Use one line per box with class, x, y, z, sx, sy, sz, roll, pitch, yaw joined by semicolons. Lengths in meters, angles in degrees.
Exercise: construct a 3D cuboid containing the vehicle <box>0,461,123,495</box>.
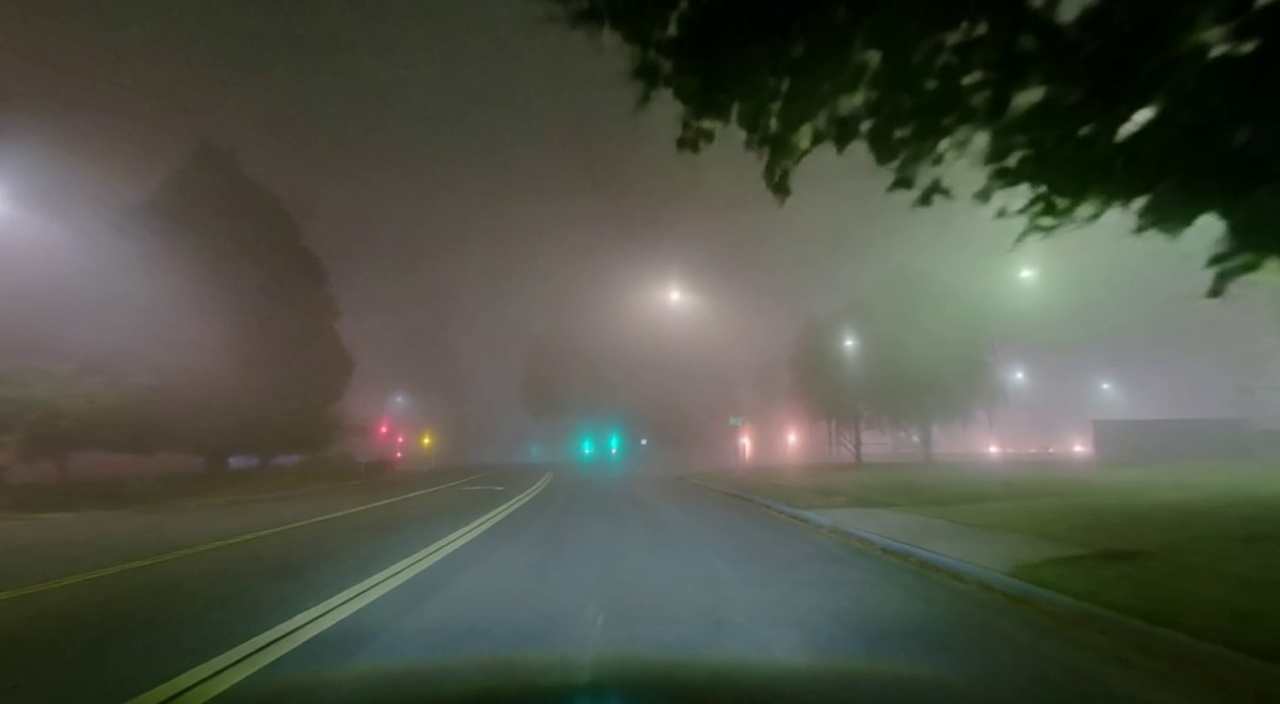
vehicle;-25.081;5.436;27.422;3.602;1.387;1.687;1;-9;-6
